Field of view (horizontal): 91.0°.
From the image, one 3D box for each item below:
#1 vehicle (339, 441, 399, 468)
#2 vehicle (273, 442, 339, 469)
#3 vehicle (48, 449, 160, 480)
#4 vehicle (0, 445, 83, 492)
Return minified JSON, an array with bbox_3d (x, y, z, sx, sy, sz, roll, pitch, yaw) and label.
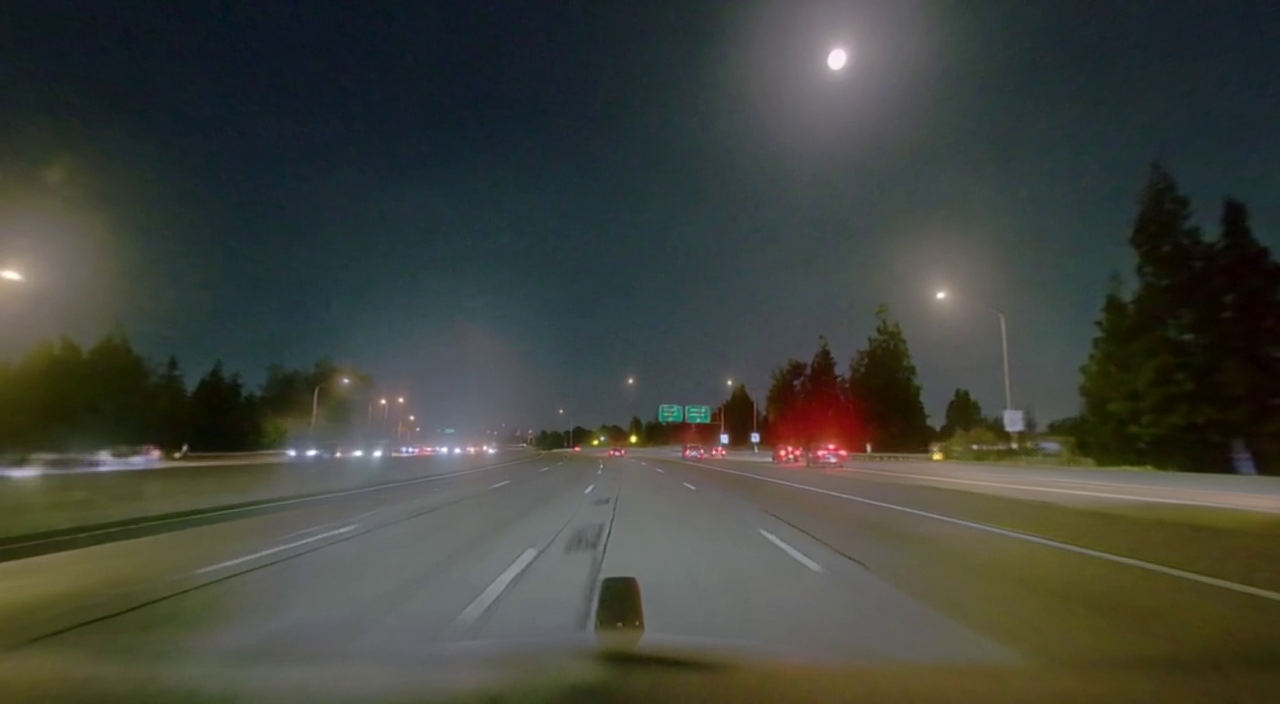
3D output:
[{"bbox_3d":[-21.228,8.070,49.699,2.374,2.041,5.885,1,-9,-3],"label":"vehicle"},{"bbox_3d":[-25.742,8.015,48.787,2.217,1.928,5.731,0,-9,-3],"label":"vehicle"},{"bbox_3d":[-28.436,5.960,33.636,1.871,1.526,4.779,0,-9,-2],"label":"vehicle"},{"bbox_3d":[-23.751,4.325,23.499,1.898,1.644,4.420,0,-9,-1],"label":"vehicle"}]
